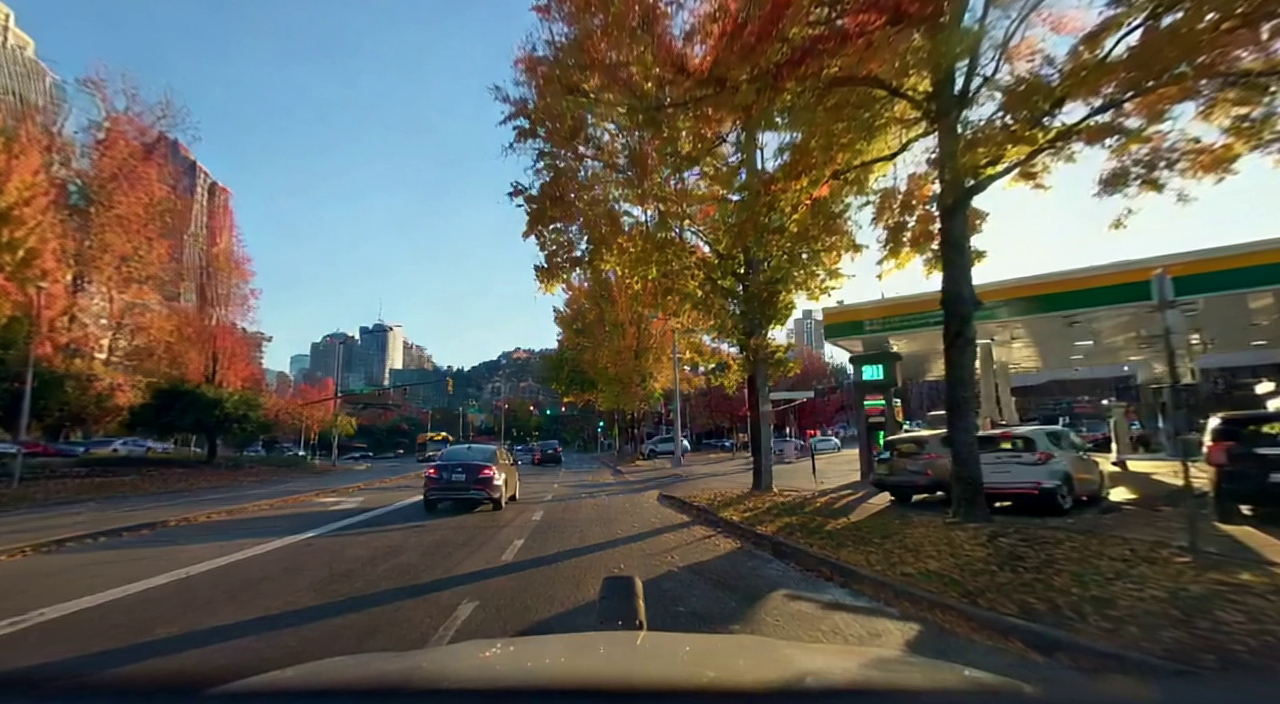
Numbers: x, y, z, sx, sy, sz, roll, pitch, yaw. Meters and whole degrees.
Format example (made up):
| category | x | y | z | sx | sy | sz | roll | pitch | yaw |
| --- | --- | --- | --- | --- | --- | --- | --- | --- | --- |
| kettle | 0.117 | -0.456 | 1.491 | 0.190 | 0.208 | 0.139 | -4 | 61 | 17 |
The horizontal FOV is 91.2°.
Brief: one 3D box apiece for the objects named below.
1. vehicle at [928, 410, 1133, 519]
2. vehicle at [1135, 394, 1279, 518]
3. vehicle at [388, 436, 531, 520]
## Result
| category | x | y | z | sx | sy | sz | roll | pitch | yaw |
| --- | --- | --- | --- | --- | --- | --- | --- | --- | --- |
| vehicle | 7.378 | 2.012 | 11.652 | 4.481 | 1.610 | 2.048 | 7 | -12 | -43 |
| vehicle | 9.624 | 1.553 | 9.682 | 4.986 | 1.521 | 2.202 | 7 | -12 | -43 |
| vehicle | -3.636 | 2.602 | 13.485 | 2.092 | 1.507 | 4.078 | 0 | -9 | -4 |
